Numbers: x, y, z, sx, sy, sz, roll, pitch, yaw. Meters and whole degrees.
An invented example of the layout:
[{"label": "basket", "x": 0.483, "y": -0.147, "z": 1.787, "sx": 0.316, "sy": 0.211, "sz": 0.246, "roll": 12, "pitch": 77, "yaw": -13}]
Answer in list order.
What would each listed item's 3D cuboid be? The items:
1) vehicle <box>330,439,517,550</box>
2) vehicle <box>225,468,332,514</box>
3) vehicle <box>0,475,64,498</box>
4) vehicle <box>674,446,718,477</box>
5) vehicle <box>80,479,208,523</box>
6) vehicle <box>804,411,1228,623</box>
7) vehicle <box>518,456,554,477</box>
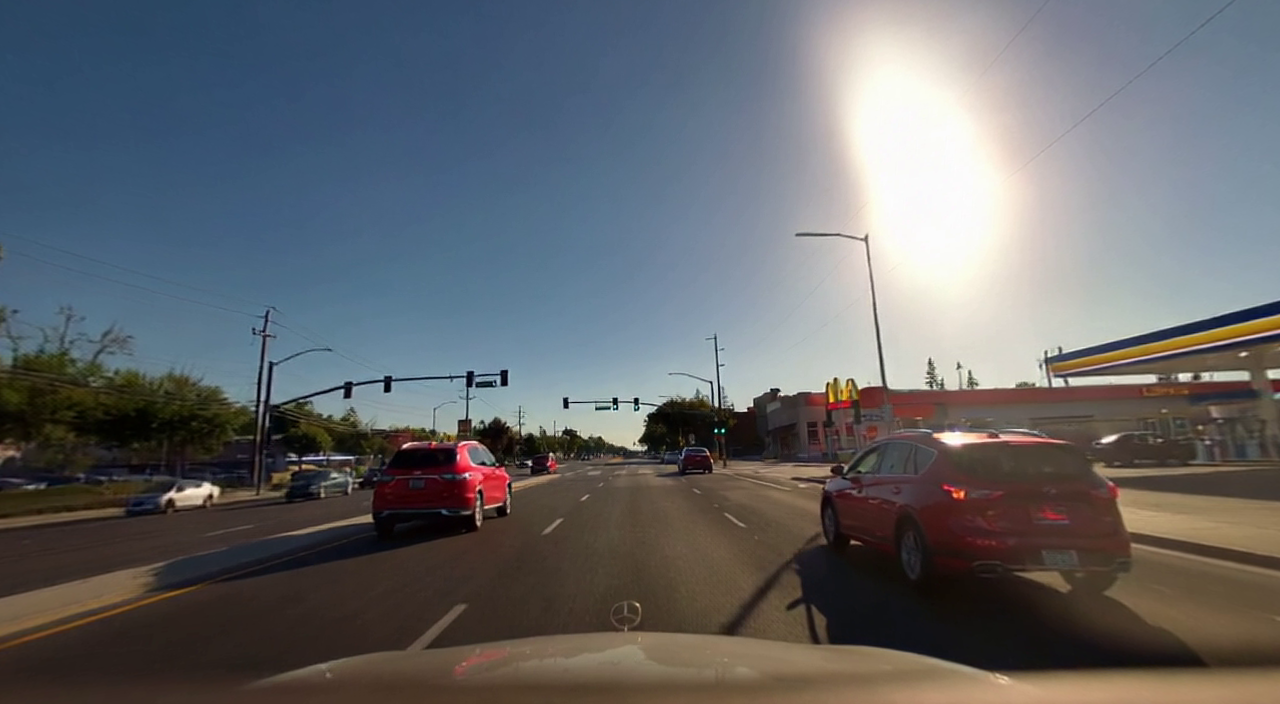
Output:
[{"label": "vehicle", "x": -3.616, "y": 2.431, "z": 11.455, "sx": 1.935, "sy": 1.617, "sz": 4.045, "roll": -1, "pitch": -9, "yaw": 0}, {"label": "vehicle", "x": -14.195, "y": 5.454, "z": 25.107, "sx": 1.851, "sy": 1.540, "sz": 4.025, "roll": -1, "pitch": -9, "yaw": 1}, {"label": "vehicle", "x": -47.935, "y": 10.339, "z": 48.722, "sx": 4.703, "sy": 1.655, "sz": 2.148, "roll": 0, "pitch": -10, "yaw": -1}, {"label": "vehicle", "x": 3.268, "y": 6.525, "z": 37.848, "sx": 2.066, "sy": 1.699, "sz": 4.419, "roll": 0, "pitch": -9, "yaw": -2}, {"label": "vehicle", "x": -21.255, "y": 6.370, "z": 27.371, "sx": 1.852, "sy": 1.484, "sz": 4.507, "roll": -1, "pitch": -9, "yaw": 0}, {"label": "vehicle", "x": 3.582, "y": 1.653, "z": 7.327, "sx": 2.085, "sy": 1.655, "sz": 4.459, "roll": 0, "pitch": -9, "yaw": -1}, {"label": "vehicle", "x": -8.066, "y": 8.898, "z": 49.349, "sx": 2.056, "sy": 1.519, "sz": 4.383, "roll": -1, "pitch": -9, "yaw": 1}]
